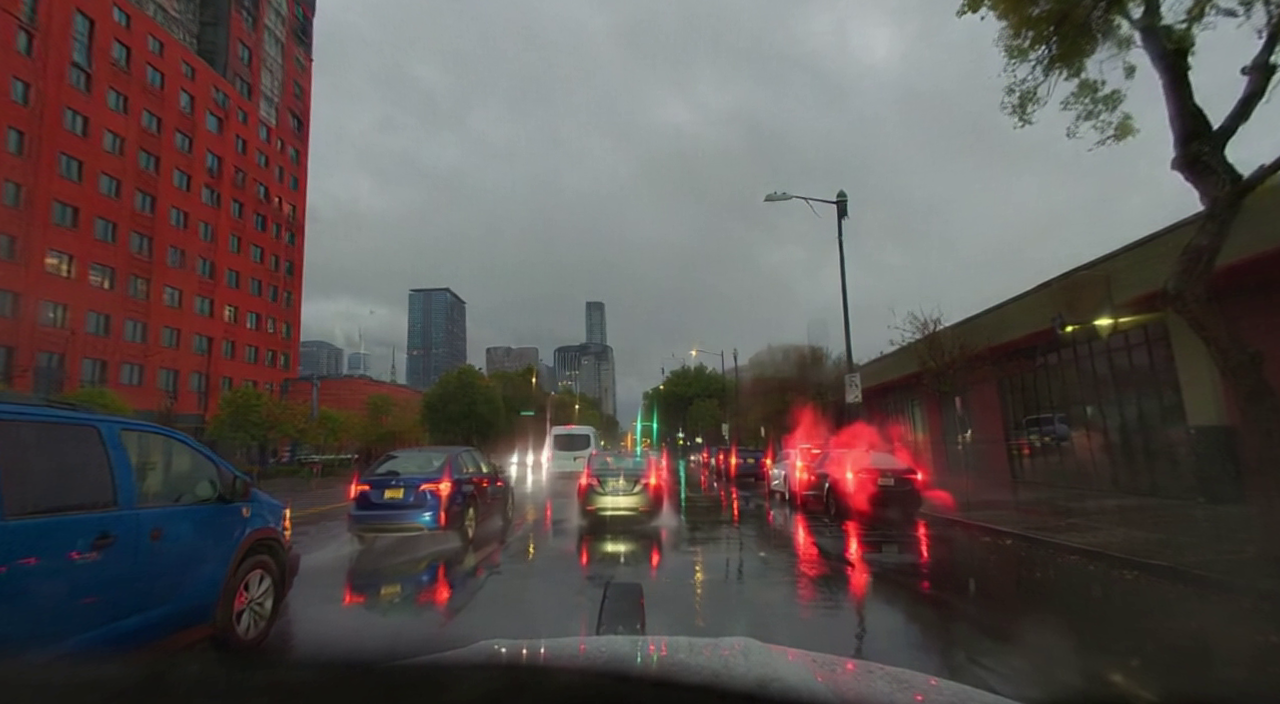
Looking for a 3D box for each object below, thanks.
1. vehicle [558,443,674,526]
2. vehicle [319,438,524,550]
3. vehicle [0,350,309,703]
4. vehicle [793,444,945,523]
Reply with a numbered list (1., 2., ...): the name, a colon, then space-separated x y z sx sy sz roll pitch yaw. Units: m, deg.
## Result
1. vehicle: -0.440 2.796 13.885 2.152 1.518 4.113 0 -9 0
2. vehicle: -3.527 2.366 11.241 1.995 1.554 4.426 0 -9 1
3. vehicle: -3.732 0.873 2.555 2.140 1.768 4.685 0 -9 1
4. vehicle: 4.902 2.851 14.188 1.832 1.491 4.054 1 -9 -1
